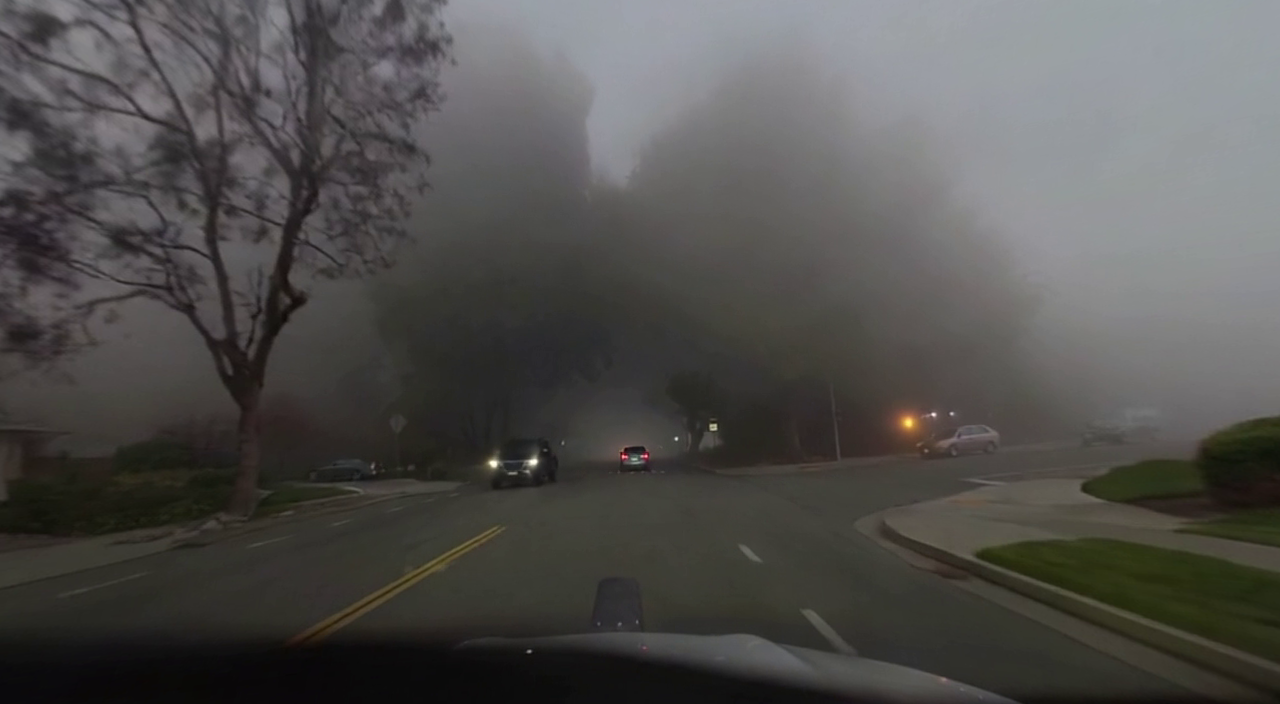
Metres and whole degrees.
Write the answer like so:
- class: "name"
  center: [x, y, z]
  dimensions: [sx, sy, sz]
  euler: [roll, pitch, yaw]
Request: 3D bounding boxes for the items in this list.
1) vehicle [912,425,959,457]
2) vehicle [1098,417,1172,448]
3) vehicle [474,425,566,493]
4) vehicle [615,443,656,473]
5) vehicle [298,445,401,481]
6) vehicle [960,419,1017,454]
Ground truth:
- class: "vehicle"
  center: [16.936, 5.077, 36.405]
  dimensions: [1.979, 1.434, 4.607]
  euler: [-7, -7, 21]
- class: "vehicle"
  center: [25.370, 4.107, 32.528]
  dimensions: [1.603, 1.430, 3.662]
  euler: [-3, -5, 15]
- class: "vehicle"
  center: [-4.432, 4.064, 24.296]
  dimensions: [2.451, 2.182, 5.485]
  euler: [-3, -9, 0]
- class: "vehicle"
  center: [-0.248, 5.798, 34.752]
  dimensions: [2.098, 1.483, 4.099]
  euler: [0, -9, 0]
- class: "vehicle"
  center: [-14.972, 5.715, 32.717]
  dimensions: [4.223, 1.753, 2.134]
  euler: [-1, -9, 6]
- class: "vehicle"
  center: [19.540, 4.716, 35.597]
  dimensions: [2.114, 1.677, 4.707]
  euler: [-4, -6, 22]
